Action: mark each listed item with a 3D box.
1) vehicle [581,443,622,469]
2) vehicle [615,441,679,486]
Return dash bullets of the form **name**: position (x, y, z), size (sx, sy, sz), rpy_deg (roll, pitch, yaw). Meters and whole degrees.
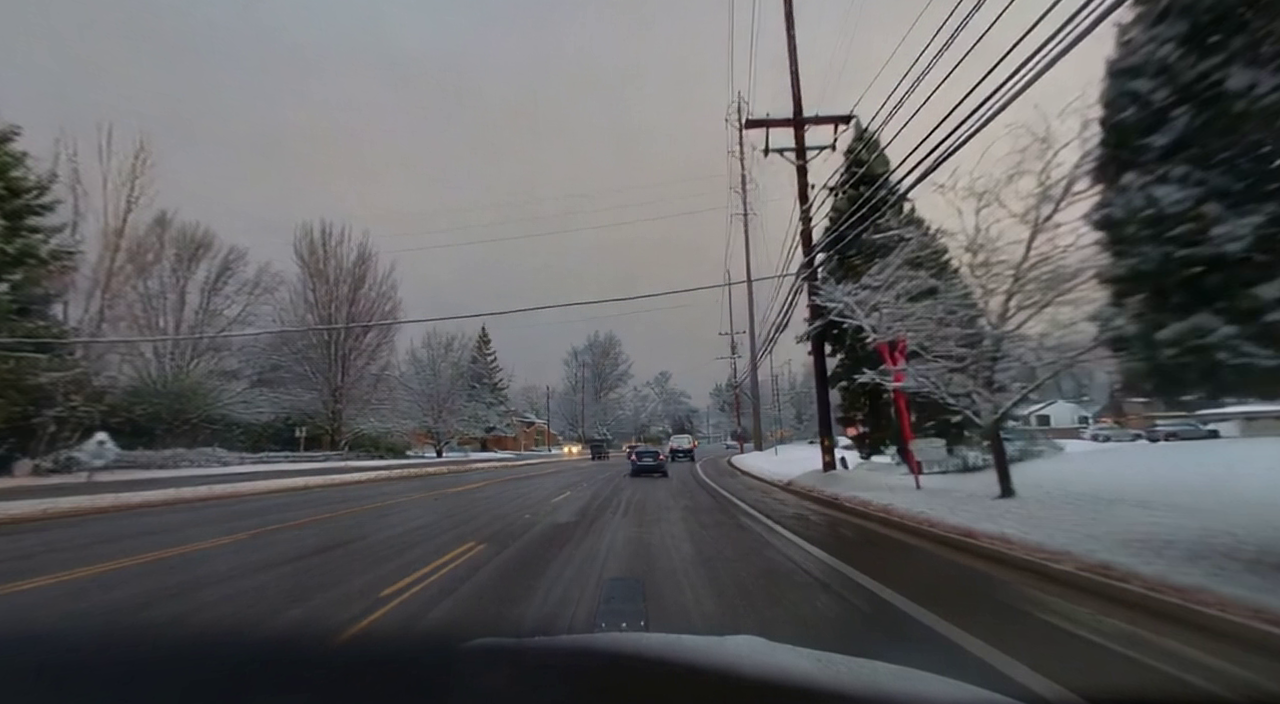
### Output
- **vehicle**: position (-2.272, 6.291, 38.220), size (1.983, 1.485, 4.159), rpy_deg (0, -9, 4)
- **vehicle**: position (0.352, 4.040, 23.098), size (2.117, 1.474, 4.036), rpy_deg (0, -9, 4)
